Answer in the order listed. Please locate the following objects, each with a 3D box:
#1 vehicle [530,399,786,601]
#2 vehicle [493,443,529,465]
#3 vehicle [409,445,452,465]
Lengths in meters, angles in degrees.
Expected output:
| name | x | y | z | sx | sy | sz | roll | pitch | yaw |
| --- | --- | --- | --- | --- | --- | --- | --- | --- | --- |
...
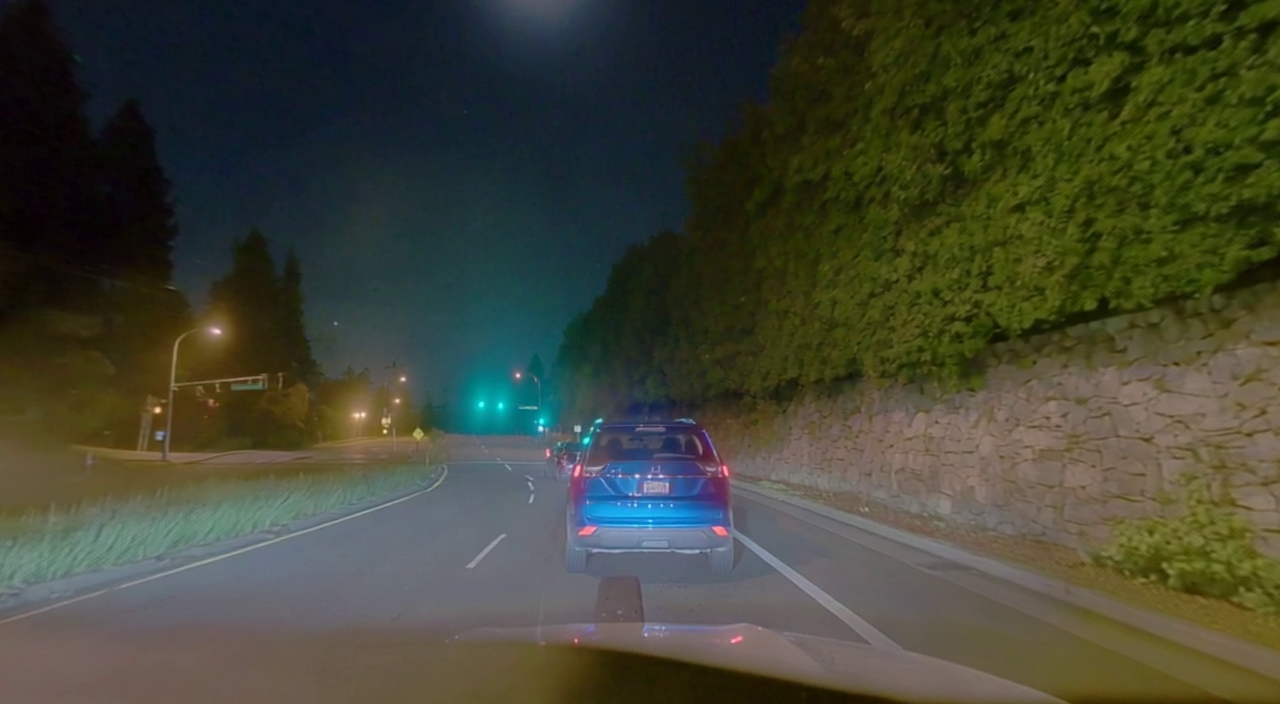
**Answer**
| name | x | y | z | sx | sy | sz | roll | pitch | yaw |
| --- | --- | --- | --- | --- | --- | --- | --- | --- | --- |
| vehicle | -0.007 | 1.624 | 7.831 | 2.287 | 1.762 | 4.269 | 1 | -8 | -5 |
| vehicle | -9.431 | 7.351 | 45.886 | 1.837 | 1.483 | 4.559 | 3 | -9 | -21 |
| vehicle | -16.464 | 7.997 | 49.417 | 2.023 | 1.474 | 4.286 | 6 | -10 | -34 |
